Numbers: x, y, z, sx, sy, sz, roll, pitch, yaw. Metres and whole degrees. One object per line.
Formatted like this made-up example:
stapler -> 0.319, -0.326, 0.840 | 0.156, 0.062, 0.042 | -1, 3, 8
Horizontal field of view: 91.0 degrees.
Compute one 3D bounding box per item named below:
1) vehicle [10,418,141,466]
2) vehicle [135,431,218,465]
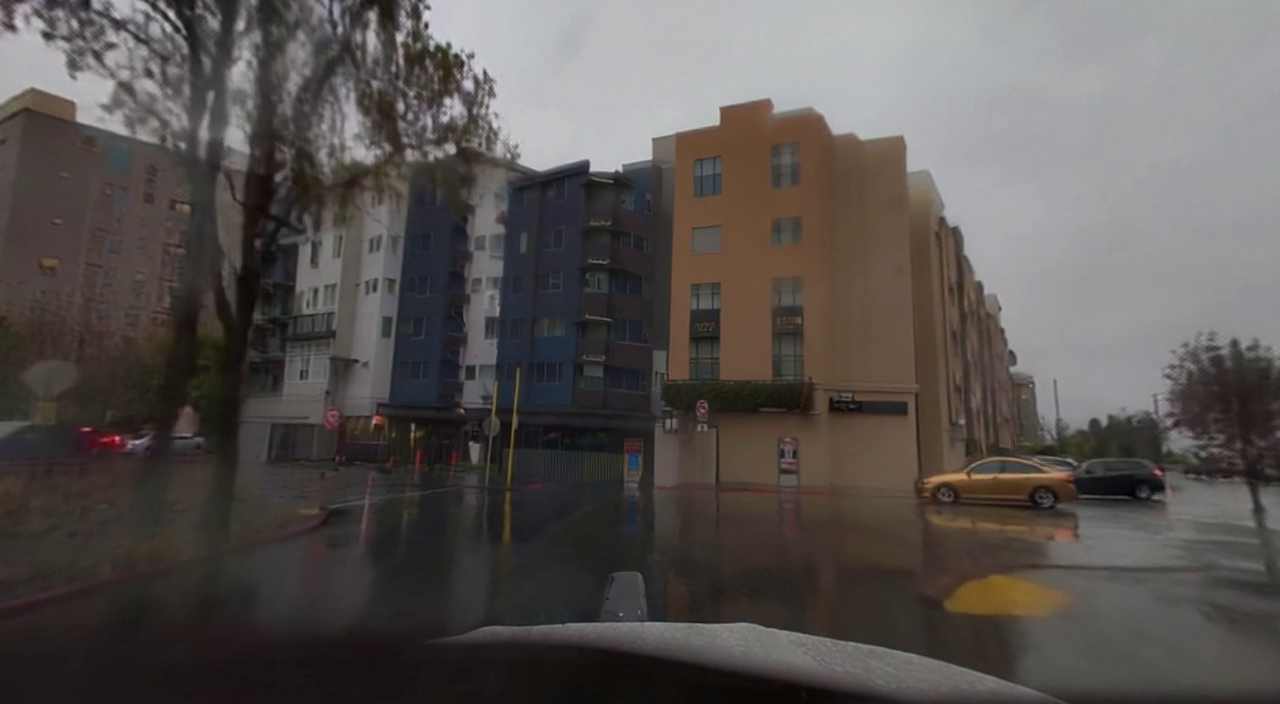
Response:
vehicle -> -22.332, 3.664, 25.140 | 1.675, 1.587, 3.980 | -2, -12, -4
vehicle -> -25.937, 5.345, 35.389 | 1.870, 1.563, 4.039 | -3, -6, -4
